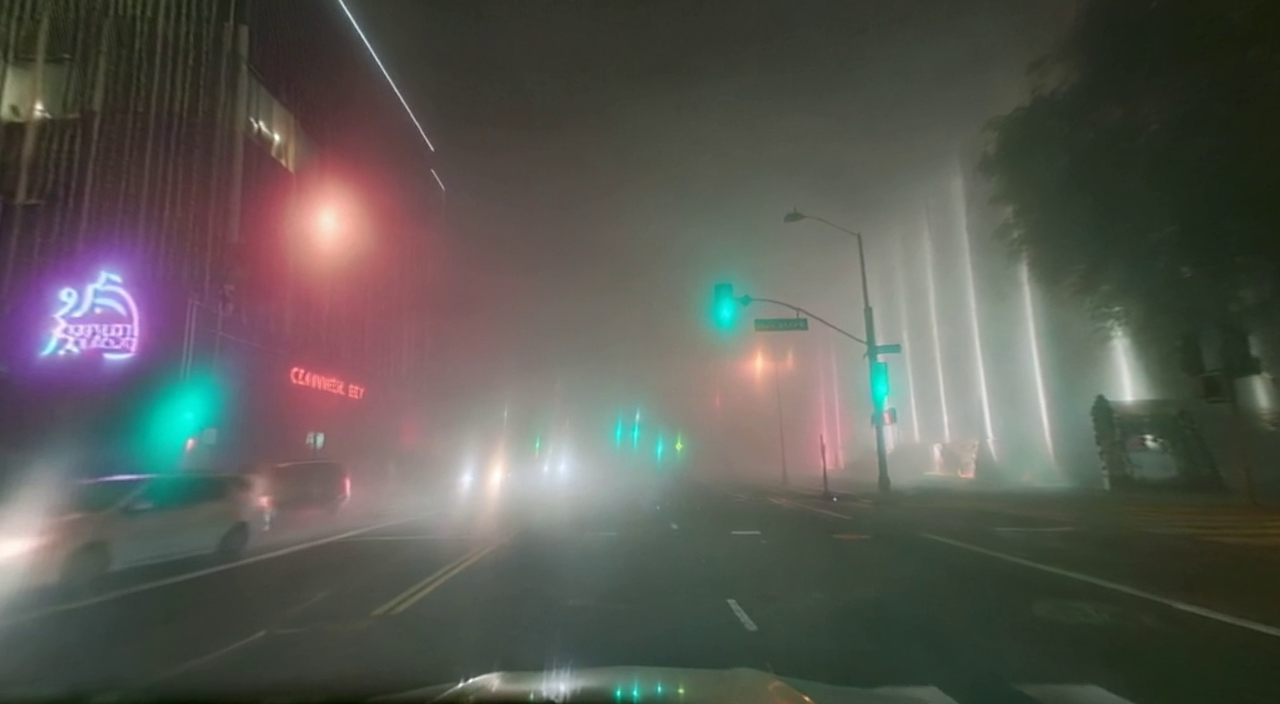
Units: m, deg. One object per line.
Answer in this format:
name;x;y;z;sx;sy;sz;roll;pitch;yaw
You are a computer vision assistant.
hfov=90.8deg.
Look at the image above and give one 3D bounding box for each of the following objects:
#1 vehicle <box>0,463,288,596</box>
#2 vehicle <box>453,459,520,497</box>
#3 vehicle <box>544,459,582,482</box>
vehicle;-7.655;2.503;9.725;1.893;1.451;4.276;-1;-9;2
vehicle;-6.851;5.652;28.594;1.897;1.537;3.770;-1;-9;4
vehicle;-5.860;9.028;48.485;2.037;1.563;4.754;-1;-9;3
